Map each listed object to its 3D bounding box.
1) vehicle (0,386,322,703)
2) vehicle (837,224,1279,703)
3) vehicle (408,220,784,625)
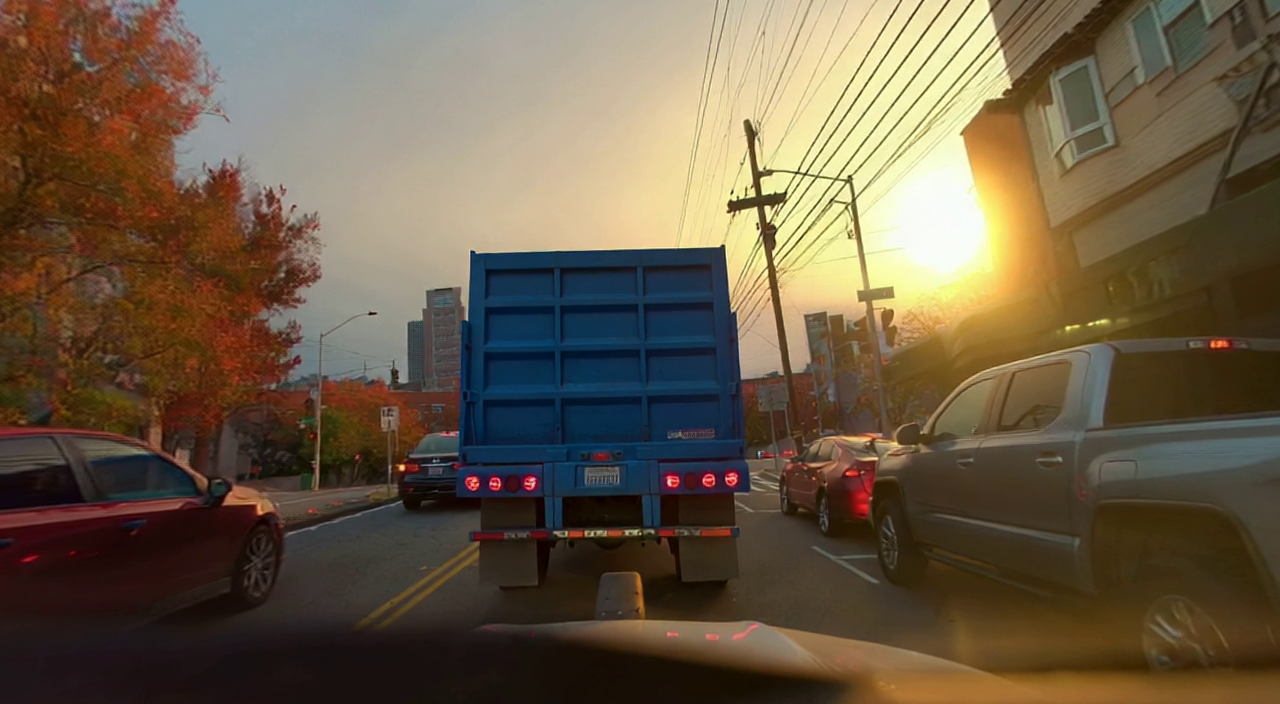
[{"bbox_3d":[-4.126,1.122,3.861,1.988,1.657,4.492,0,-8,0],"label":"vehicle"},{"bbox_3d":[3.238,0.845,3.863,2.242,1.979,5.722,0,-8,0],"label":"vehicle"},{"bbox_3d":[-0.237,1.101,9.139,2.878,3.204,8.244,0,-8,2],"label":"vehicle"}]
